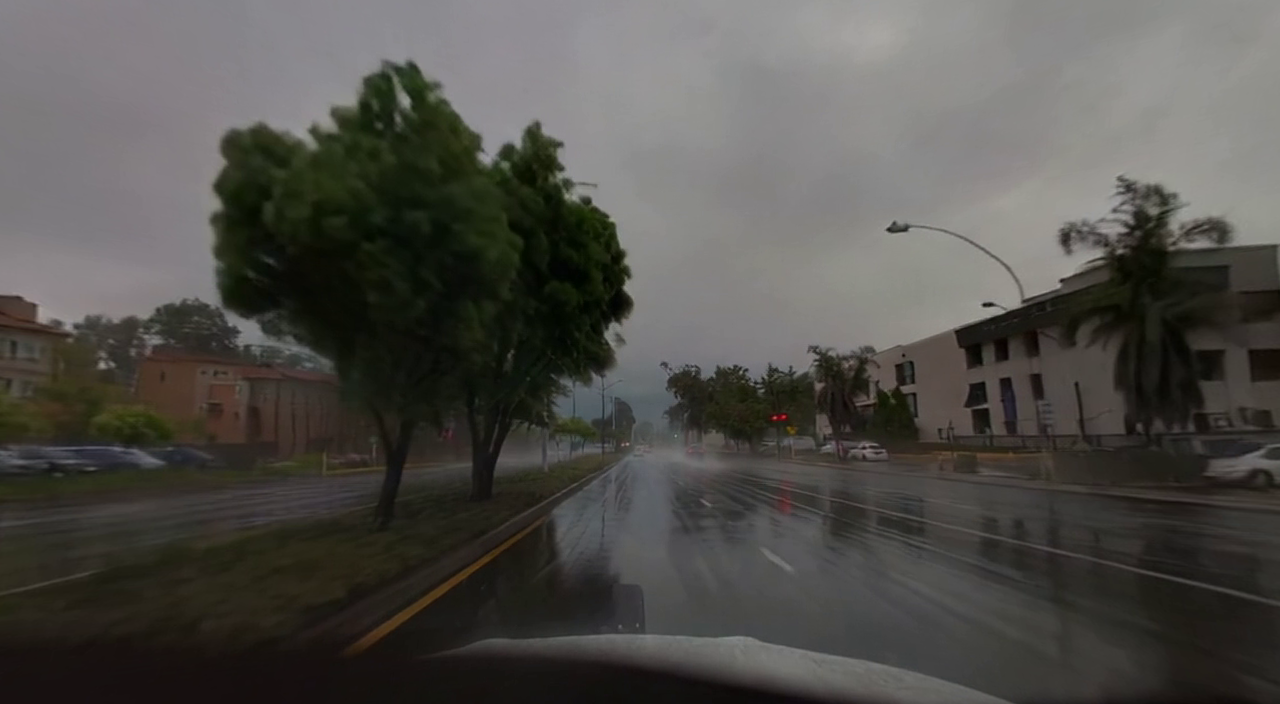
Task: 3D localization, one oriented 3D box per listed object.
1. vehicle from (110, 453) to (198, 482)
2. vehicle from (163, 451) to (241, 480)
[{"bbox_3d":[-29.108,6.902,37.853,1.883,1.575,4.314,-1,-10,-1],"label":"vehicle"},{"bbox_3d":[-26.579,6.918,38.394,1.914,1.581,4.486,-1,-9,-6],"label":"vehicle"}]
